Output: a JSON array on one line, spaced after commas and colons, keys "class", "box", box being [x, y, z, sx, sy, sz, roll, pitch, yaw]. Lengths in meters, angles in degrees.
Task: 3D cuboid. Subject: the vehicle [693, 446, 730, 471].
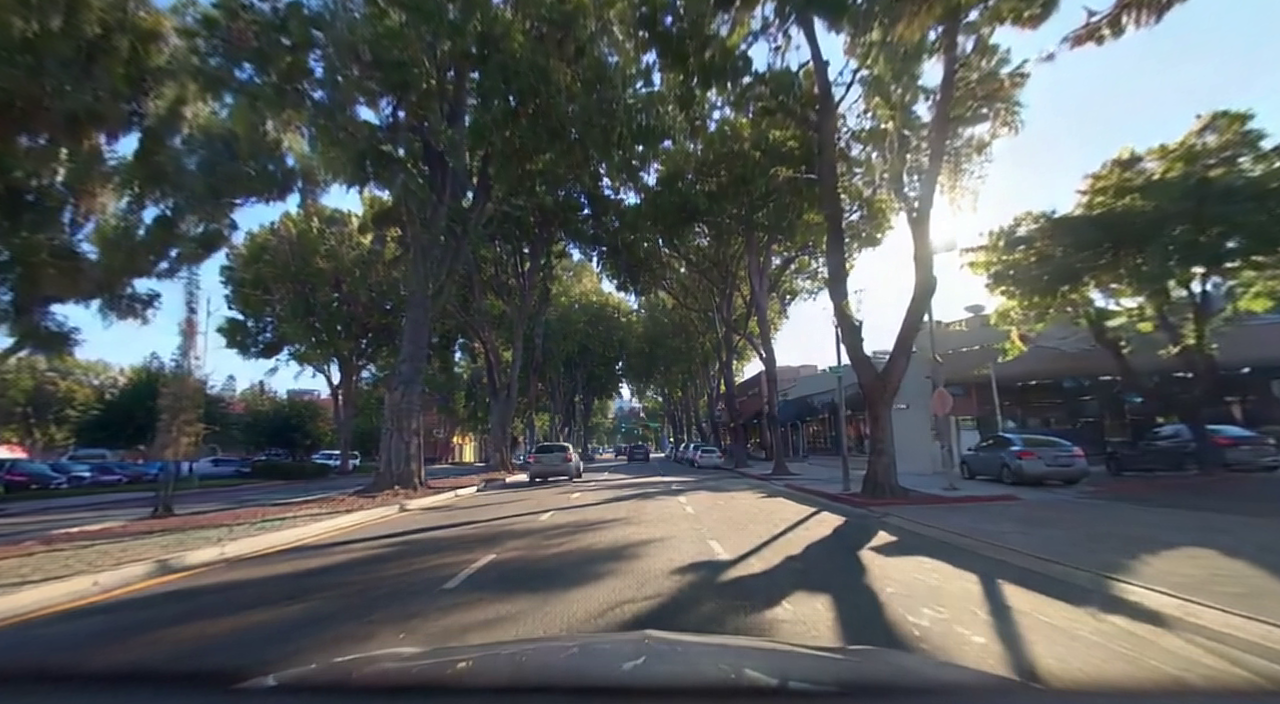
[{"class": "vehicle", "box": [4.502, 6.756, 40.283, 1.896, 1.451, 4.329, 0, -8, 0]}]

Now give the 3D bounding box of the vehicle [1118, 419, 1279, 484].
[{"class": "vehicle", "box": [15.483, 2.631, 16.779, 2.000, 1.494, 4.382, 0, -8, -1]}]

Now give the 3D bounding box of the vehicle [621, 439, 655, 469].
[{"class": "vehicle", "box": [-0.147, 6.576, 40.780, 2.075, 1.770, 4.018, 0, -8, -1]}]

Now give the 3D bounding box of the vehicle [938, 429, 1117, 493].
[{"class": "vehicle", "box": [10.194, 2.905, 17.107, 1.998, 1.494, 4.411, 0, -8, -1]}]

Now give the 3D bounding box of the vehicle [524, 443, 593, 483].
[{"class": "vehicle", "box": [-3.239, 4.517, 25.988, 2.151, 1.484, 4.468, 0, -8, 1]}]
